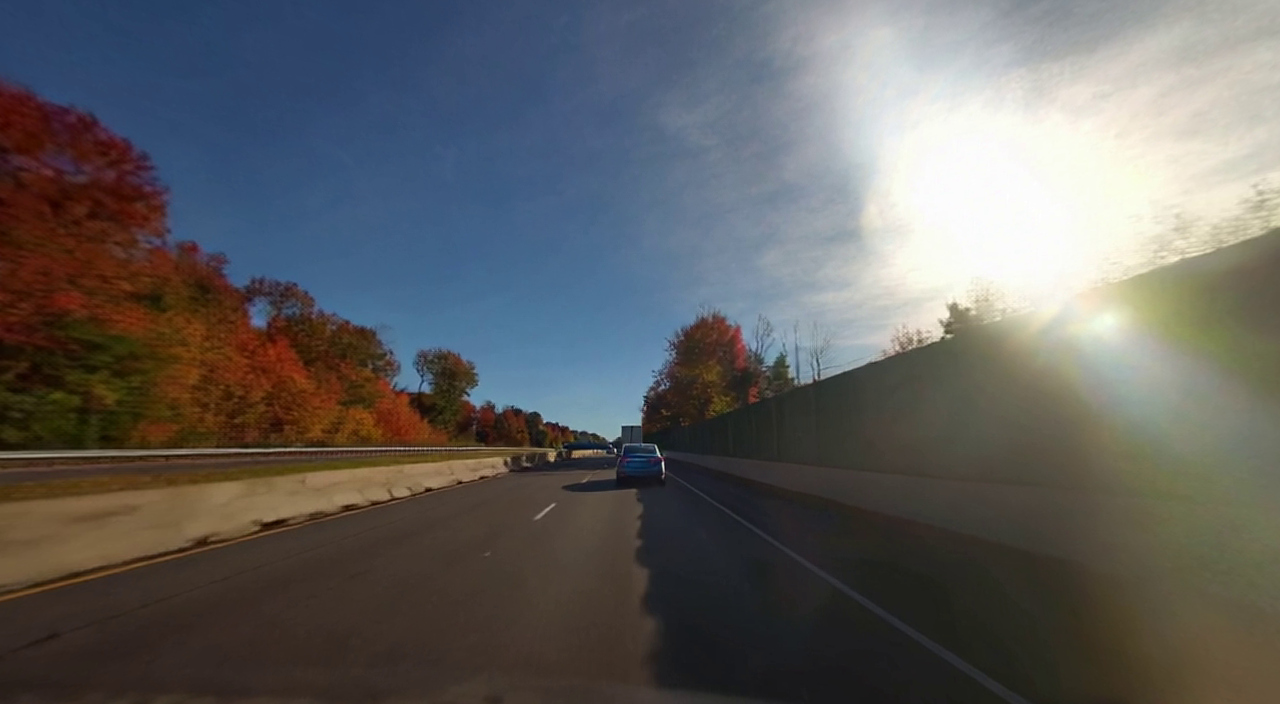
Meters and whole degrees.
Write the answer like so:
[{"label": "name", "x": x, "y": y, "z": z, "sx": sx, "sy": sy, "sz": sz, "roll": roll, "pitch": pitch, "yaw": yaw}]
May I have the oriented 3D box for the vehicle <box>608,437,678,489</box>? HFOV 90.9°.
[{"label": "vehicle", "x": 0.038, "y": 3.559, "z": 20.627, "sx": 2.057, "sy": 1.516, "sz": 4.065, "roll": 0, "pitch": -8, "yaw": -1}]
